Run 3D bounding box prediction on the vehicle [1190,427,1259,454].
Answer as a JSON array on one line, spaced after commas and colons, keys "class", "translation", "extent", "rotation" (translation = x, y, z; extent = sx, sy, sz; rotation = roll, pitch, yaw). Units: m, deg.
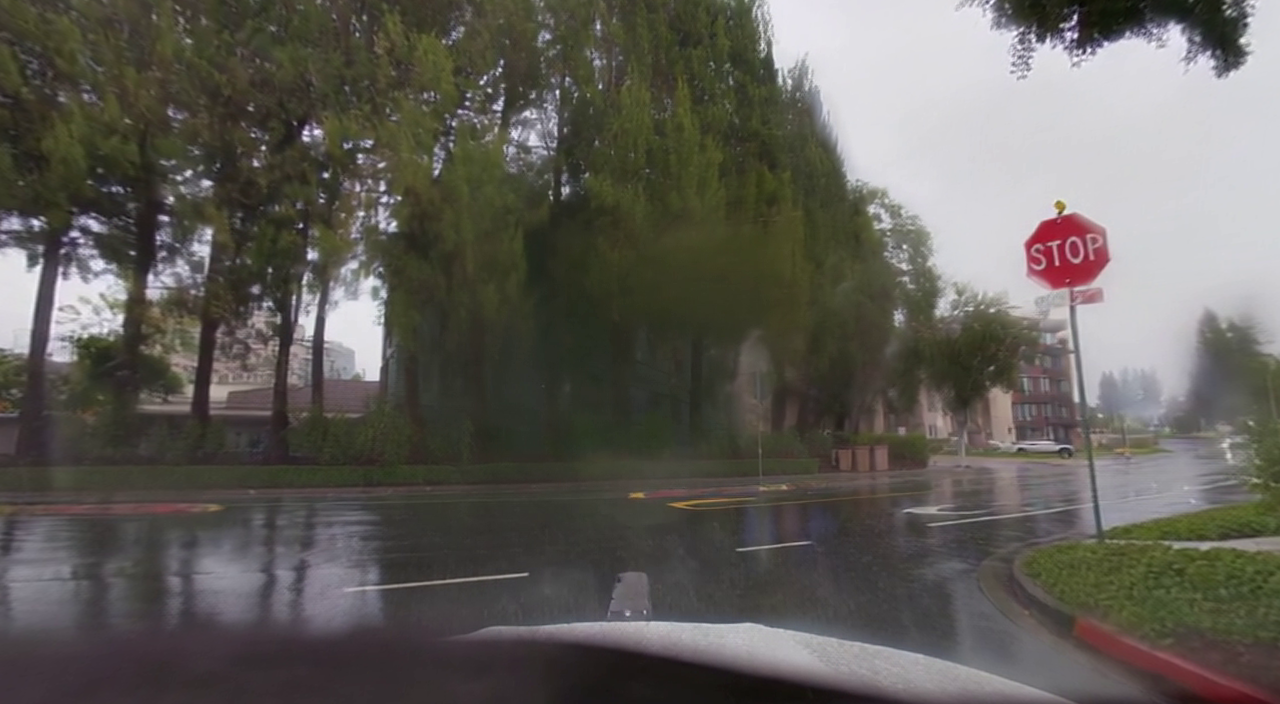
[{"class": "vehicle", "translation": [34.714, 5.280, 37.387], "extent": [4.473, 1.474, 2.108], "rotation": [7, -11, -37]}]
